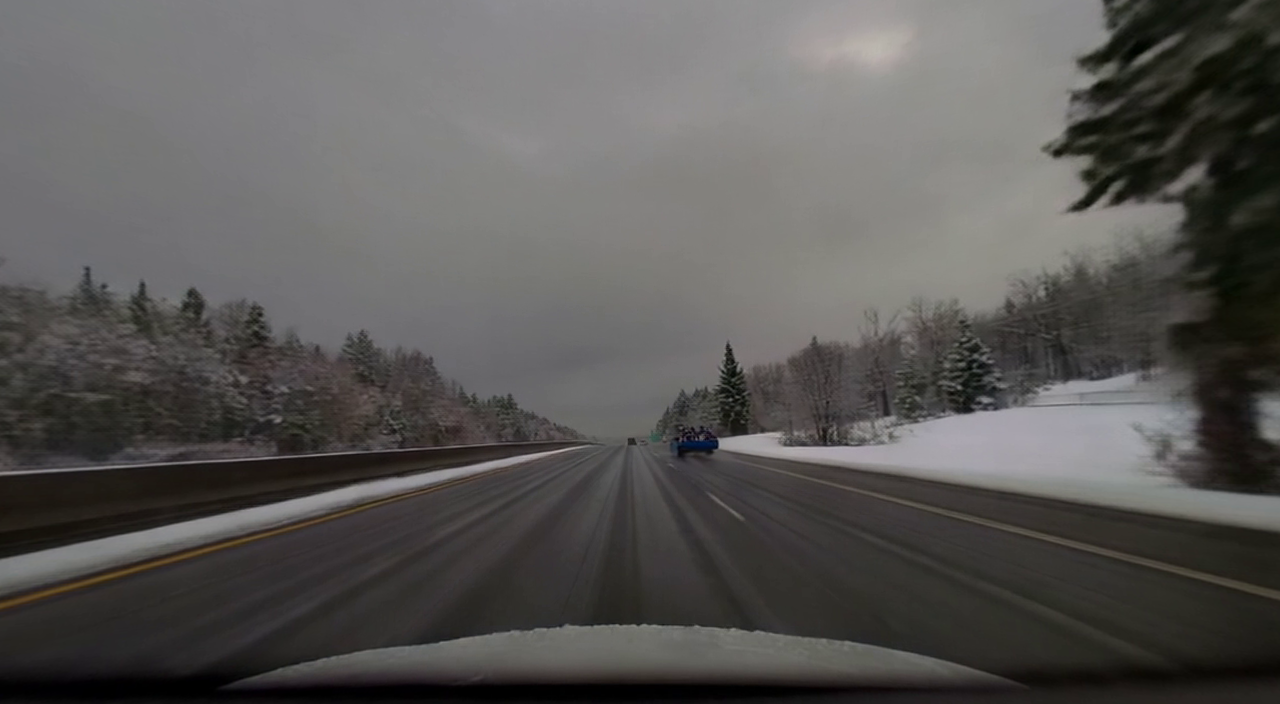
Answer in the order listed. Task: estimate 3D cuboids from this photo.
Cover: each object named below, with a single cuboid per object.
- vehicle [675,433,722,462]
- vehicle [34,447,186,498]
[{"bbox_3d":[3.011,4.976,33.069,1.911,1.449,3.776,0,-8,-3],"label":"vehicle"},{"bbox_3d":[-17.420,3.936,20.976,1.745,1.427,3.798,0,-8,0],"label":"vehicle"}]
